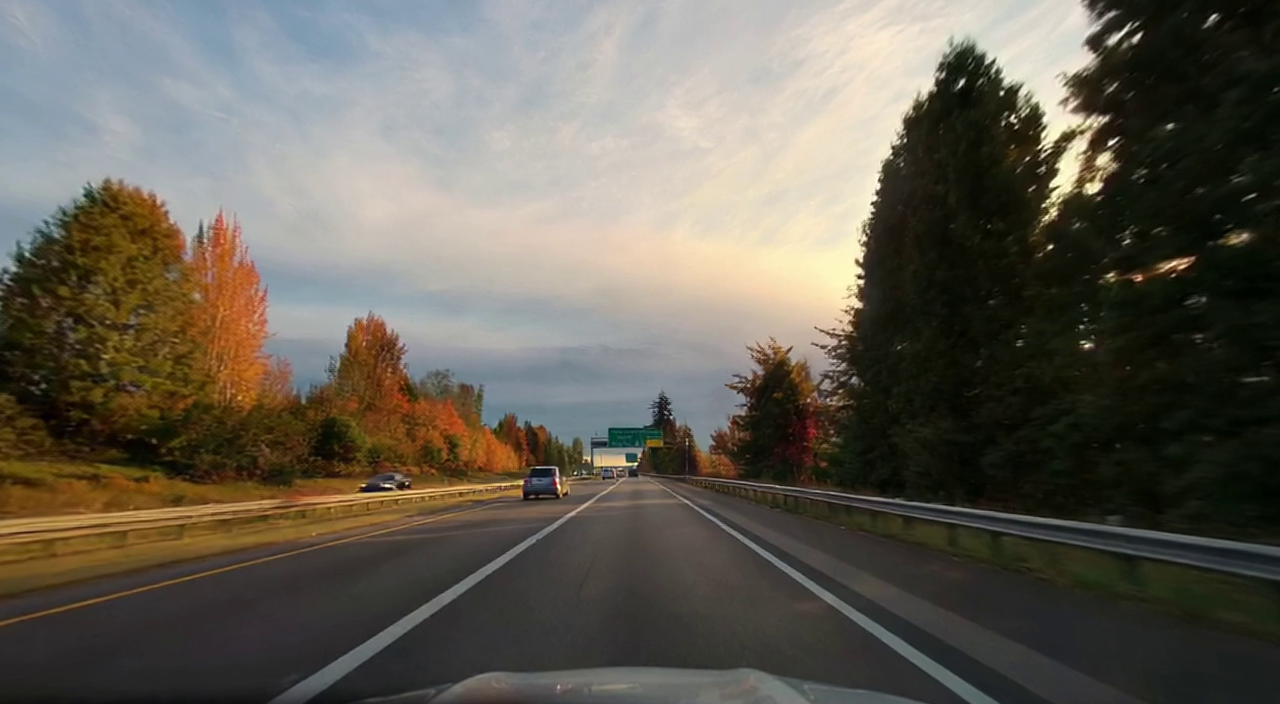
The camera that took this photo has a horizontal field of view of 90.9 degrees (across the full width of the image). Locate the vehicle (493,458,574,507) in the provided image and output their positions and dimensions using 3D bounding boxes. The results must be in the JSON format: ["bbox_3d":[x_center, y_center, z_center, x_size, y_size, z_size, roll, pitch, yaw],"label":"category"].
[{"bbox_3d":[-3.986,5.015,24.449,2.239,1.687,4.598,1,-11,1],"label":"vehicle"}]
